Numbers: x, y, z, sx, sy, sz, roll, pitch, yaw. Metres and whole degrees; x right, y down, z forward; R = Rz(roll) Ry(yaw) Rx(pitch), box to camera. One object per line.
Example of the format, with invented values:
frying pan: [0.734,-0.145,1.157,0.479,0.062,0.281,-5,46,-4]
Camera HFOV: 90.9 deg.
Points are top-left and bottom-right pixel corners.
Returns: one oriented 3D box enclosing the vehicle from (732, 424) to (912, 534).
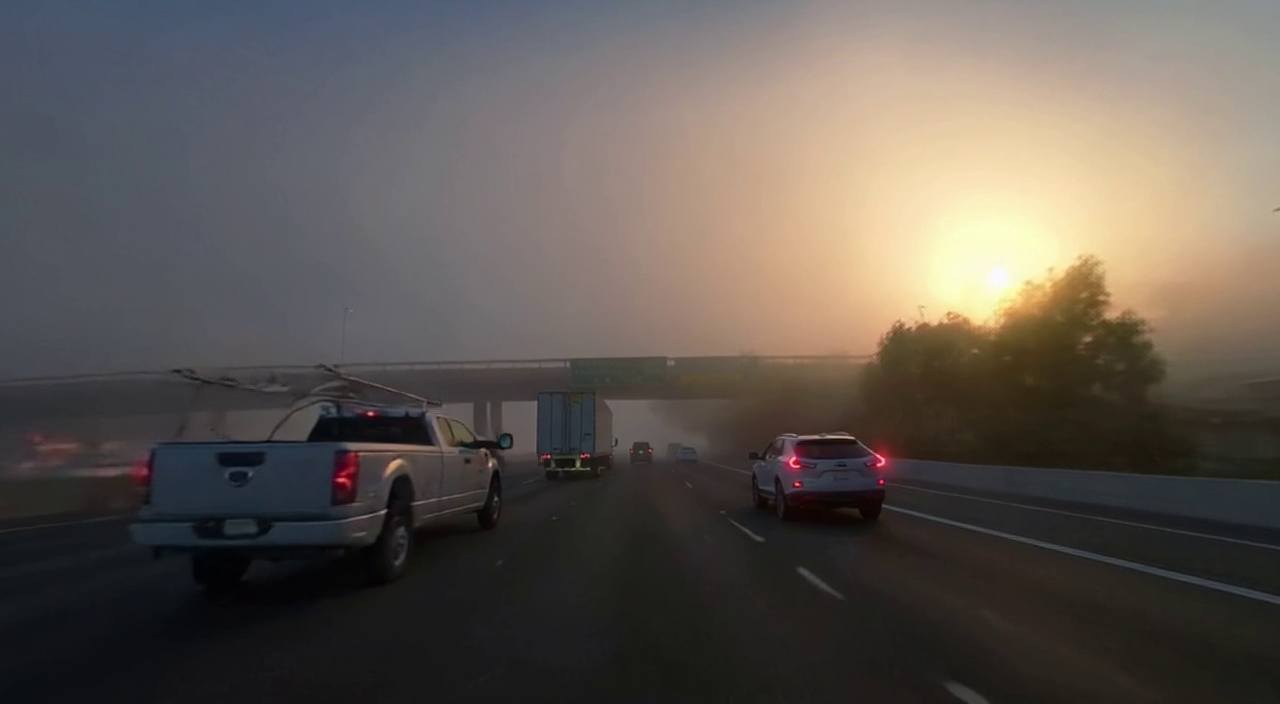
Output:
vehicle: [3.107,2.269,11.882,2.028,1.658,4.334,0,-8,-1]

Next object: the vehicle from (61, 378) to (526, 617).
vehicle: [-3.548,1.716,8.698,2.645,2.023,6.491,0,-8,1]

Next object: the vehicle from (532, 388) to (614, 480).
vehicle: [-3.313,4.824,36.154,2.869,4.108,15.564,0,-8,1]
